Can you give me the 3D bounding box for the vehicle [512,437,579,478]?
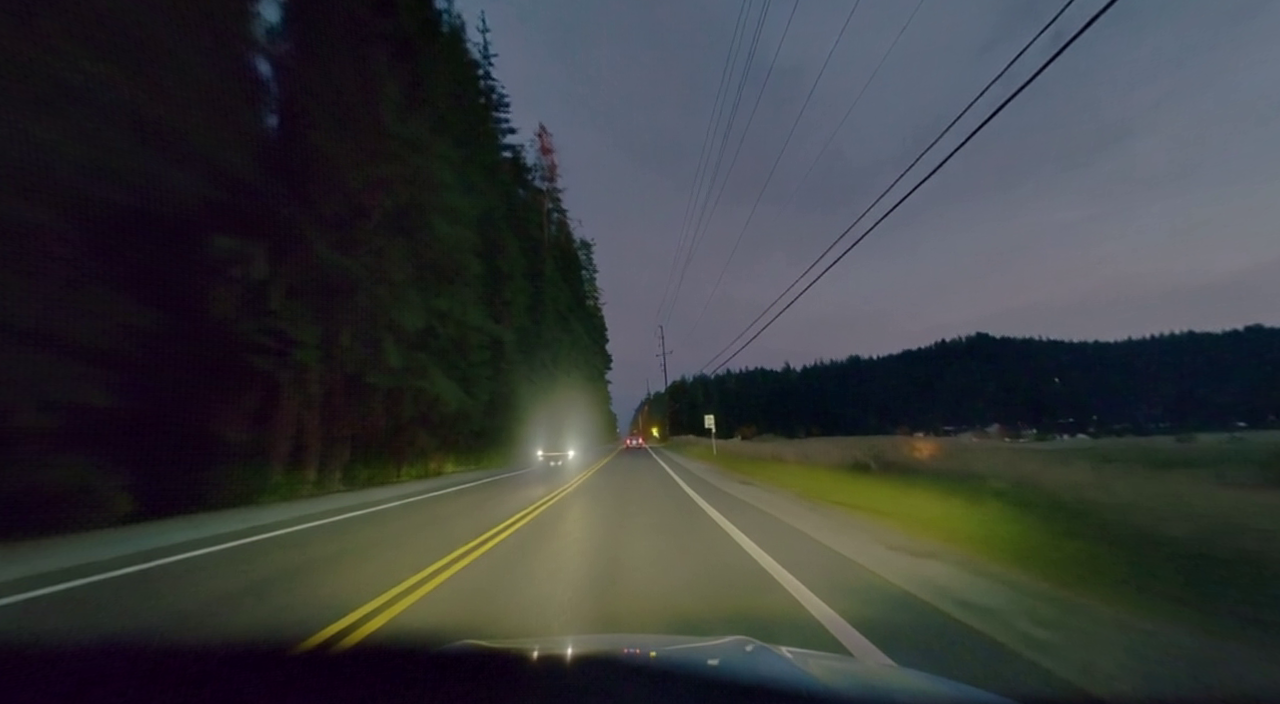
[{"bbox_3d":[-4.428,5.075,30.750,2.172,1.744,6.543,-1,-8,1],"label":"vehicle"}]
